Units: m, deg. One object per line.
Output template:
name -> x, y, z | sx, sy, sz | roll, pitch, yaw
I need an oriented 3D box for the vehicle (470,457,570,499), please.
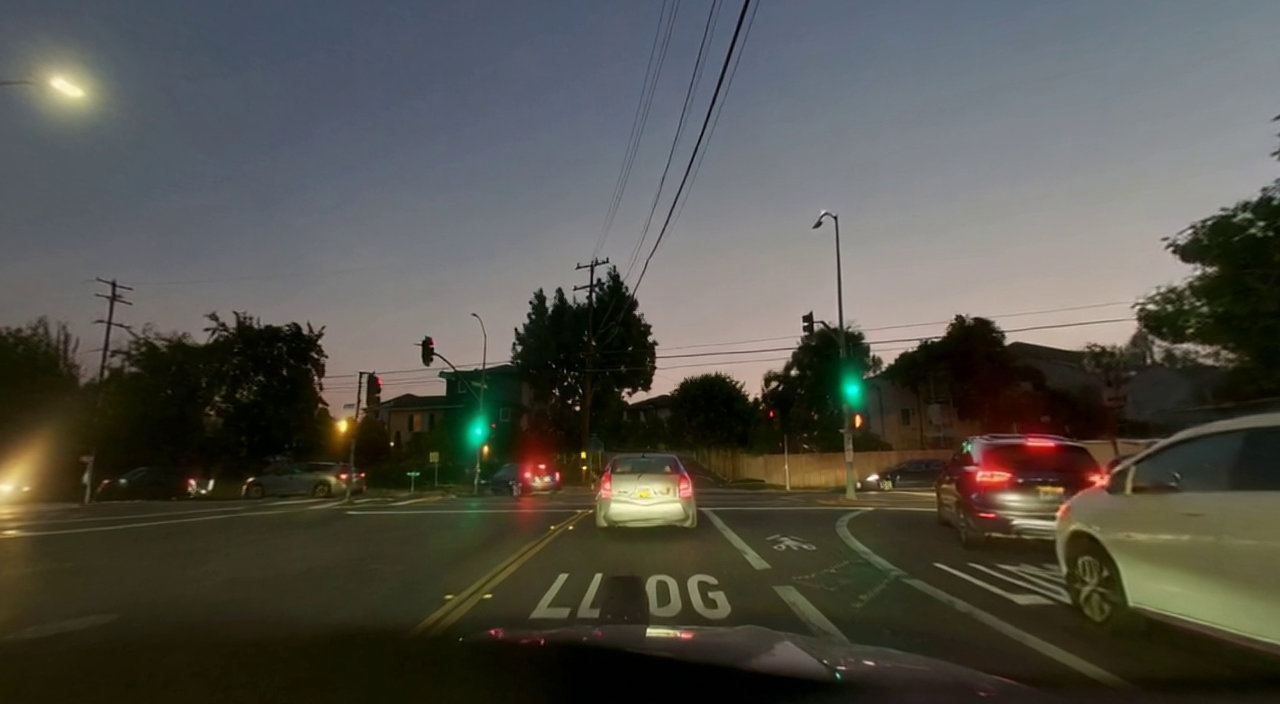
vehicle -> -5.091, 5.225, 26.444 | 2.063, 1.492, 4.343 | 8, -12, -43

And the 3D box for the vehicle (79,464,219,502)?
vehicle -> -21.090, 5.605, 27.162 | 4.736, 1.475, 1.921 | -1, -8, 9

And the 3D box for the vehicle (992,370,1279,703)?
vehicle -> 4.559, 1.112, 3.999 | 2.095, 1.836, 4.895 | -1, -8, 4

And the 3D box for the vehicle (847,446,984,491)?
vehicle -> 11.022, 4.677, 25.536 | 4.600, 1.722, 2.074 | -1, -8, 6

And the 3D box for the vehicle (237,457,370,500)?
vehicle -> -13.892, 5.209, 26.134 | 4.485, 1.625, 1.980 | -1, -8, 10

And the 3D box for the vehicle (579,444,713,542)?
vehicle -> 0.062, 2.538, 12.140 | 2.078, 1.506, 4.512 | 0, -8, -1
